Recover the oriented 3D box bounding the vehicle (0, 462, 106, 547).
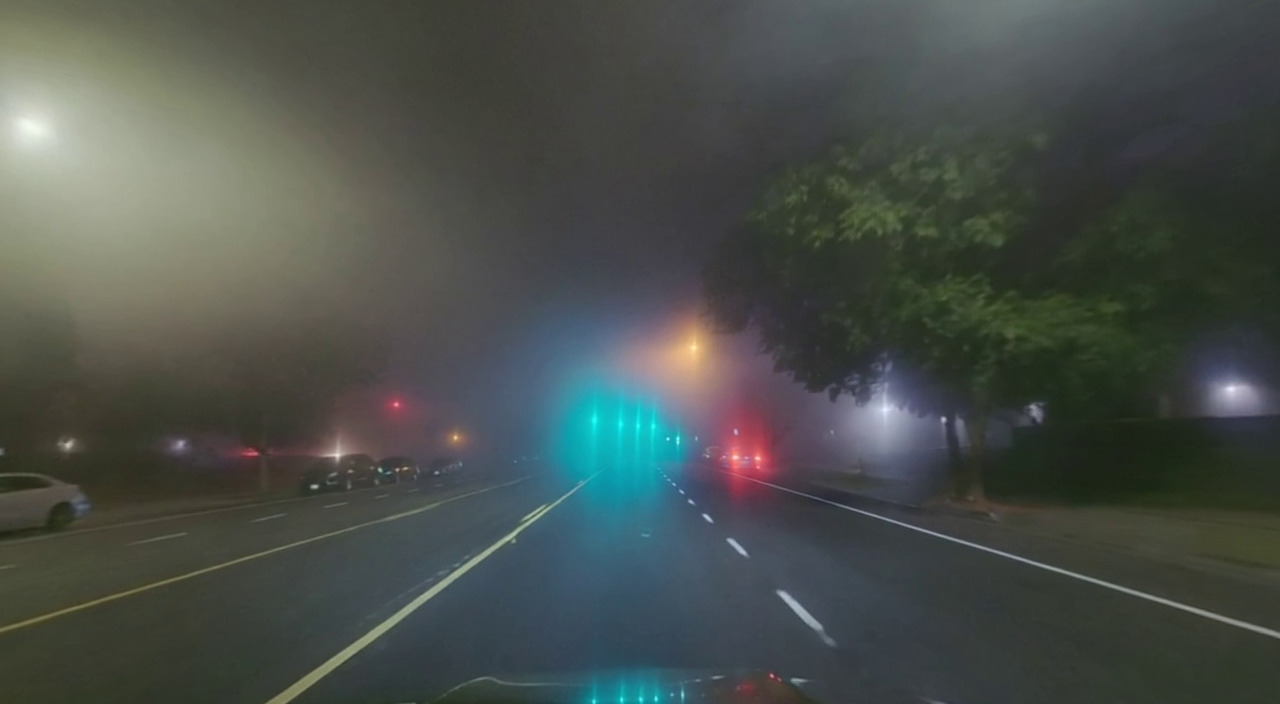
[{"bbox_3d":[-12.783,2.930,11.790,1.909,1.477,4.345,-3,-8,-1],"label":"vehicle"}]

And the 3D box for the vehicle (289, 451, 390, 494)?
[{"bbox_3d":[-12.740,5.098,27.195,2.078,1.618,4.650,0,-8,-1],"label":"vehicle"}]

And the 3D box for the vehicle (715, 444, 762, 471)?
[{"bbox_3d":[5.614,6.057,36.431,1.875,1.466,4.355,1,-8,-2],"label":"vehicle"}]

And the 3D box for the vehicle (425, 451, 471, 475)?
[{"bbox_3d":[-12.799,7.409,42.368,1.812,1.454,4.351,0,-8,-1],"label":"vehicle"}]
